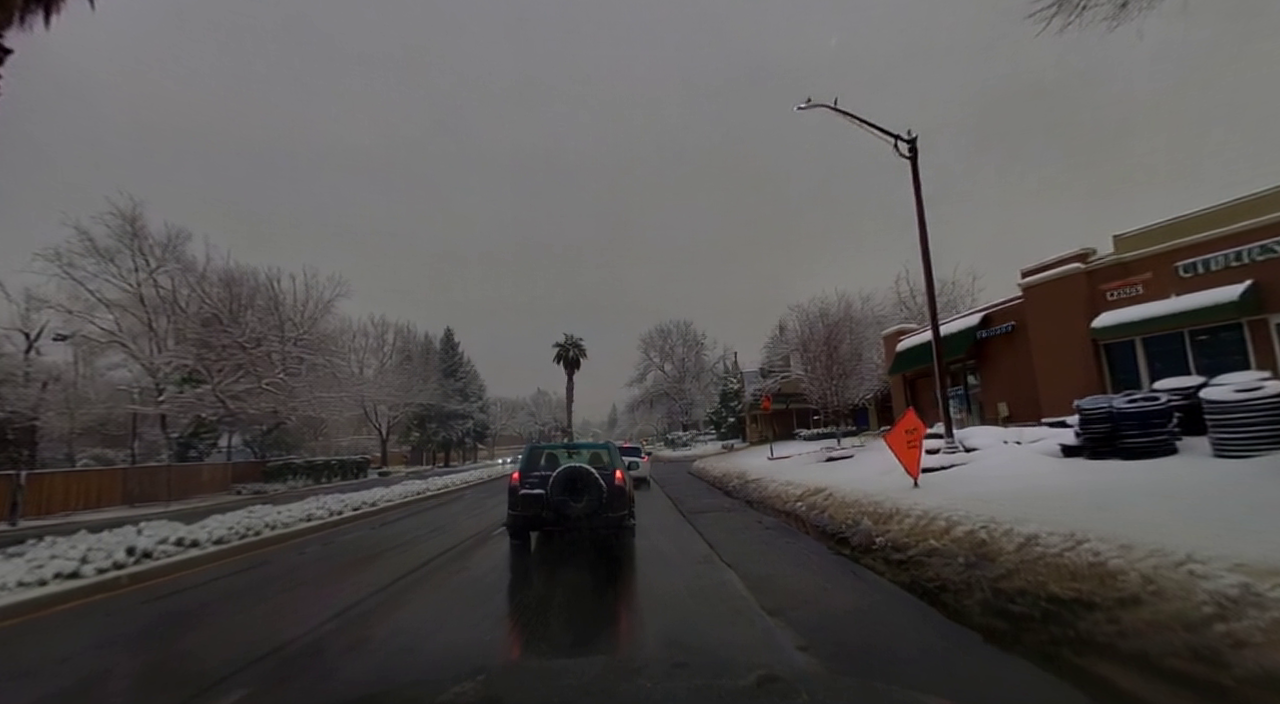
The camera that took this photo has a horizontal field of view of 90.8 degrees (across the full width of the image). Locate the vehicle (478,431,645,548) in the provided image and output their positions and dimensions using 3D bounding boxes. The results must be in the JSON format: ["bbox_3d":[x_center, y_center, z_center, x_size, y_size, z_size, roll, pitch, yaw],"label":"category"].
[{"bbox_3d":[-1.065,2.090,10.316,2.169,1.495,4.048,0,-8,-1],"label":"vehicle"}]

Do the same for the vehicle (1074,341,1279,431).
[{"bbox_3d":[13.347,0.988,15.543,1.854,1.693,4.798,-1,-9,0],"label":"vehicle"}]
